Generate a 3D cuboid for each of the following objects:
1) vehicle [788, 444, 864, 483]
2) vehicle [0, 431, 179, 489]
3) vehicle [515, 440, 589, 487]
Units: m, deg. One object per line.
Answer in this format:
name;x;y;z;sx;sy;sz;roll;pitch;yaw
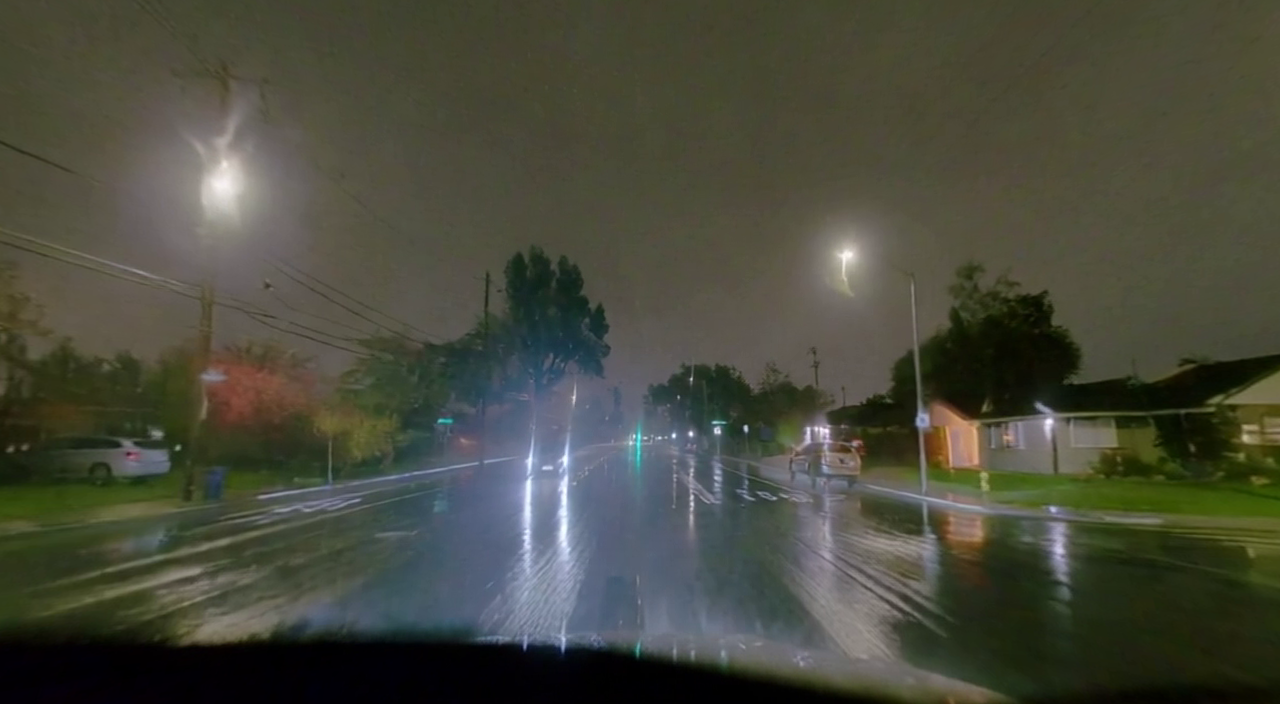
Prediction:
vehicle;8.055;4.857;27.822;2.029;1.554;4.705;0;-9;2
vehicle;-17.901;3.420;20.168;4.743;1.734;1.994;0;-9;-1
vehicle;-2.967;3.858;22.140;2.014;1.499;3.999;0;-9;0
